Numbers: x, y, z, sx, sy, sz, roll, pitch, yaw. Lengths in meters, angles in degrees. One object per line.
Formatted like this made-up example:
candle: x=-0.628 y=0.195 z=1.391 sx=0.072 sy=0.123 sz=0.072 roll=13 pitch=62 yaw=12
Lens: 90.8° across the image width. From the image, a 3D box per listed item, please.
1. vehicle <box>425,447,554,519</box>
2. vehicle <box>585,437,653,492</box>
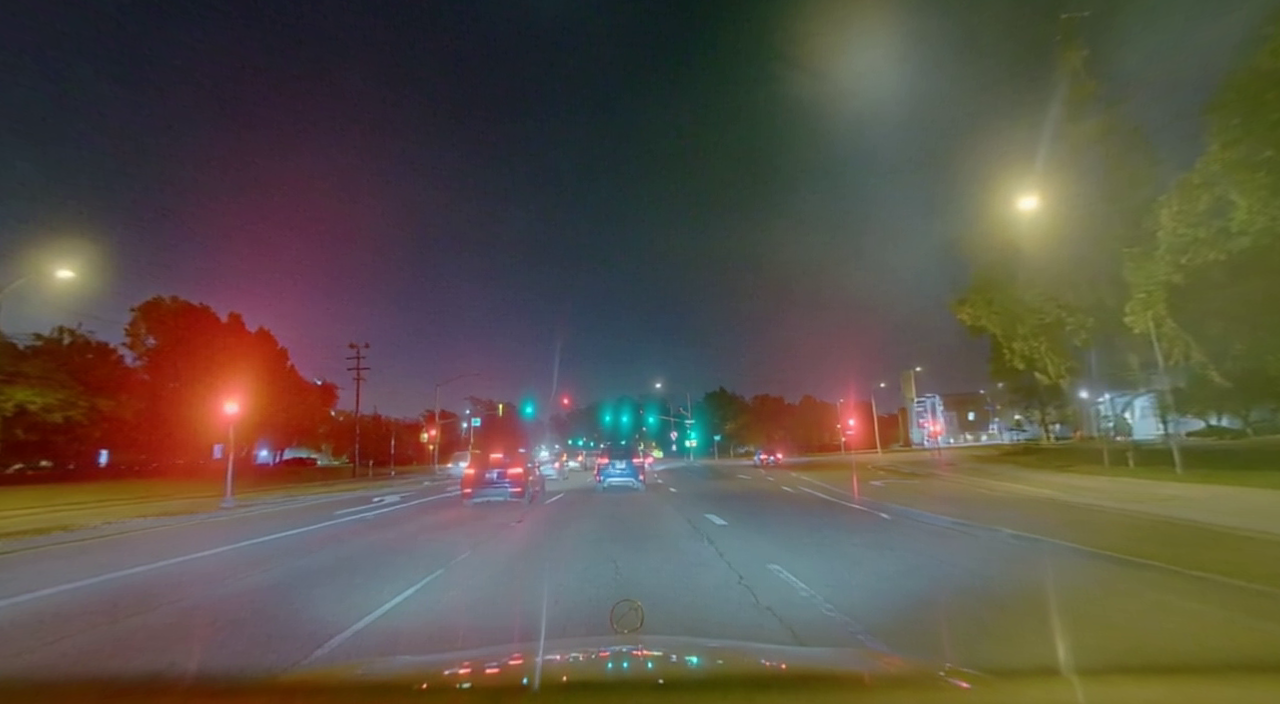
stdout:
vehicle: x=-3.483 y=3.105 z=15.589 sx=2.064 sy=1.464 sz=4.373 roll=0 pitch=-8 yaw=1
vehicle: x=-0.707 y=4.106 z=23.406 sx=2.276 sy=1.850 sz=3.897 roll=0 pitch=-8 yaw=0
